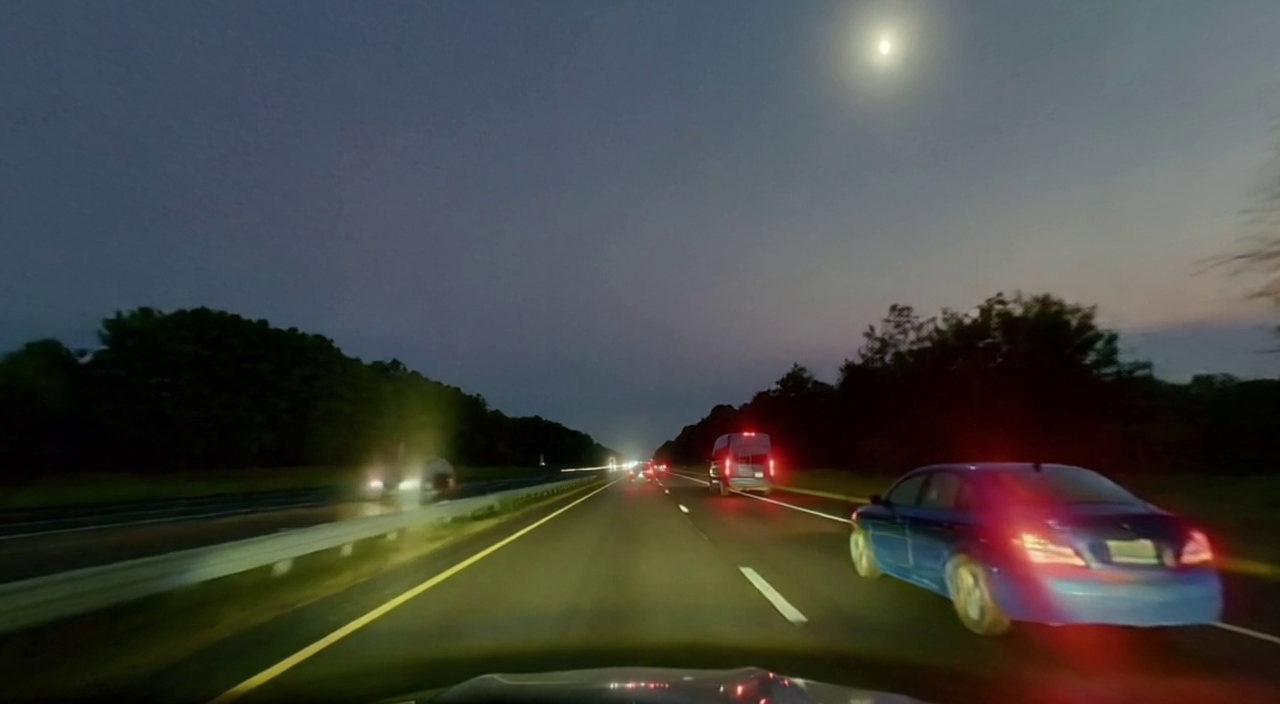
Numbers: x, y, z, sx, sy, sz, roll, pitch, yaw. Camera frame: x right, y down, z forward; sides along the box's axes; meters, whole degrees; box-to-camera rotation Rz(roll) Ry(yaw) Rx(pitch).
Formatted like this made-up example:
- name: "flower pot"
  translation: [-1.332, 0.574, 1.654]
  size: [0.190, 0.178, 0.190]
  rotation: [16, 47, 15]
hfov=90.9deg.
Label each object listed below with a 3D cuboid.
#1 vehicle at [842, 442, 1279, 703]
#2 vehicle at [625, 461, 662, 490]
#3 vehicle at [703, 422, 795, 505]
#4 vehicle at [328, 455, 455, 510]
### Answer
- name: "vehicle"
  translation: [3.887, 1.772, 6.225]
  size: [2.073, 1.532, 4.969]
  rotation: [1, -10, -1]
- name: "vehicle"
  translation: [0.232, 7.815, 39.955]
  size: [2.212, 1.717, 4.452]
  rotation: [1, -10, 1]
- name: "vehicle"
  translation: [4.384, 4.746, 26.778]
  size: [2.563, 2.975, 6.941]
  rotation: [1, -10, -1]
- name: "vehicle"
  translation: [-8.336, 4.447, 21.791]
  size: [2.327, 1.627, 4.835]
  rotation: [0, -10, 1]
